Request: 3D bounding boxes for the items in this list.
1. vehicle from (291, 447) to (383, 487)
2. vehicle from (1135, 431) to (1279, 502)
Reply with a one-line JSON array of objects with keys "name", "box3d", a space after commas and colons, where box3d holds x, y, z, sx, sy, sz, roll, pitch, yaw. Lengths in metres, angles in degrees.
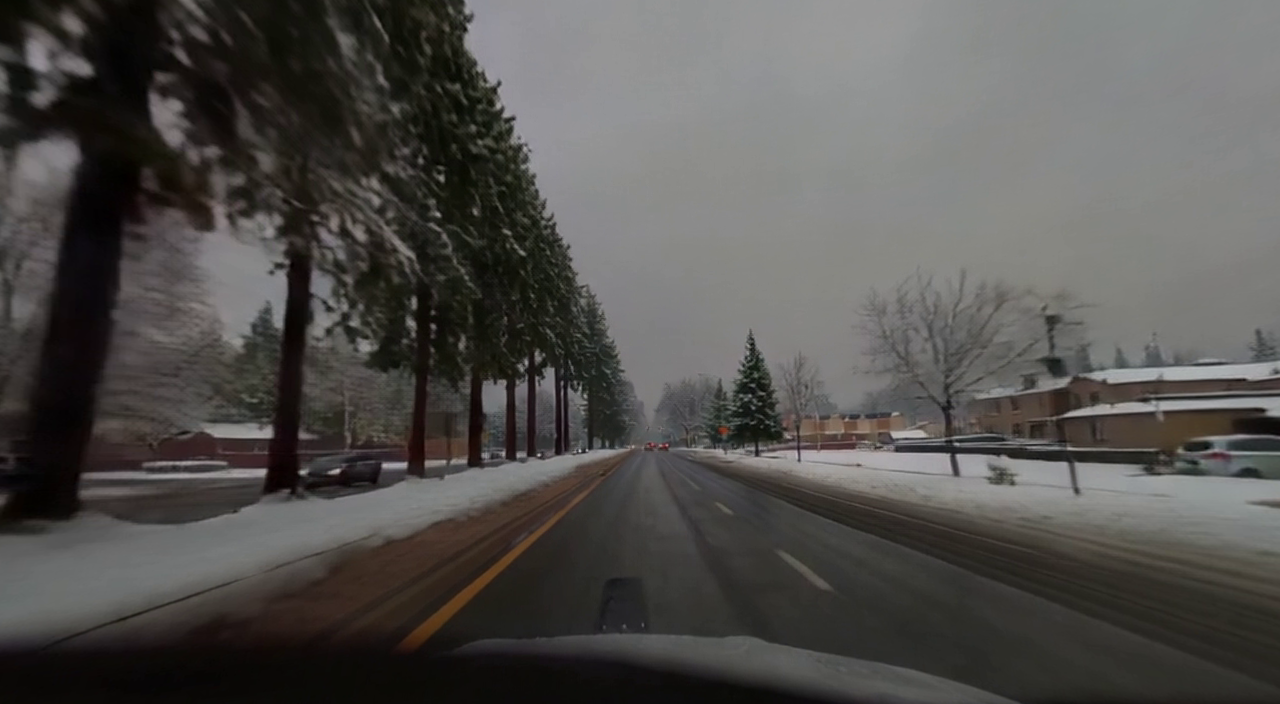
[{"name": "vehicle", "box3d": [-13.814, 5.230, 29.067, 2.072, 1.712, 4.467, 0, -8, -1]}, {"name": "vehicle", "box3d": [15.929, 2.893, 16.157, 4.606, 1.668, 2.135, 0, -9, -1]}]
